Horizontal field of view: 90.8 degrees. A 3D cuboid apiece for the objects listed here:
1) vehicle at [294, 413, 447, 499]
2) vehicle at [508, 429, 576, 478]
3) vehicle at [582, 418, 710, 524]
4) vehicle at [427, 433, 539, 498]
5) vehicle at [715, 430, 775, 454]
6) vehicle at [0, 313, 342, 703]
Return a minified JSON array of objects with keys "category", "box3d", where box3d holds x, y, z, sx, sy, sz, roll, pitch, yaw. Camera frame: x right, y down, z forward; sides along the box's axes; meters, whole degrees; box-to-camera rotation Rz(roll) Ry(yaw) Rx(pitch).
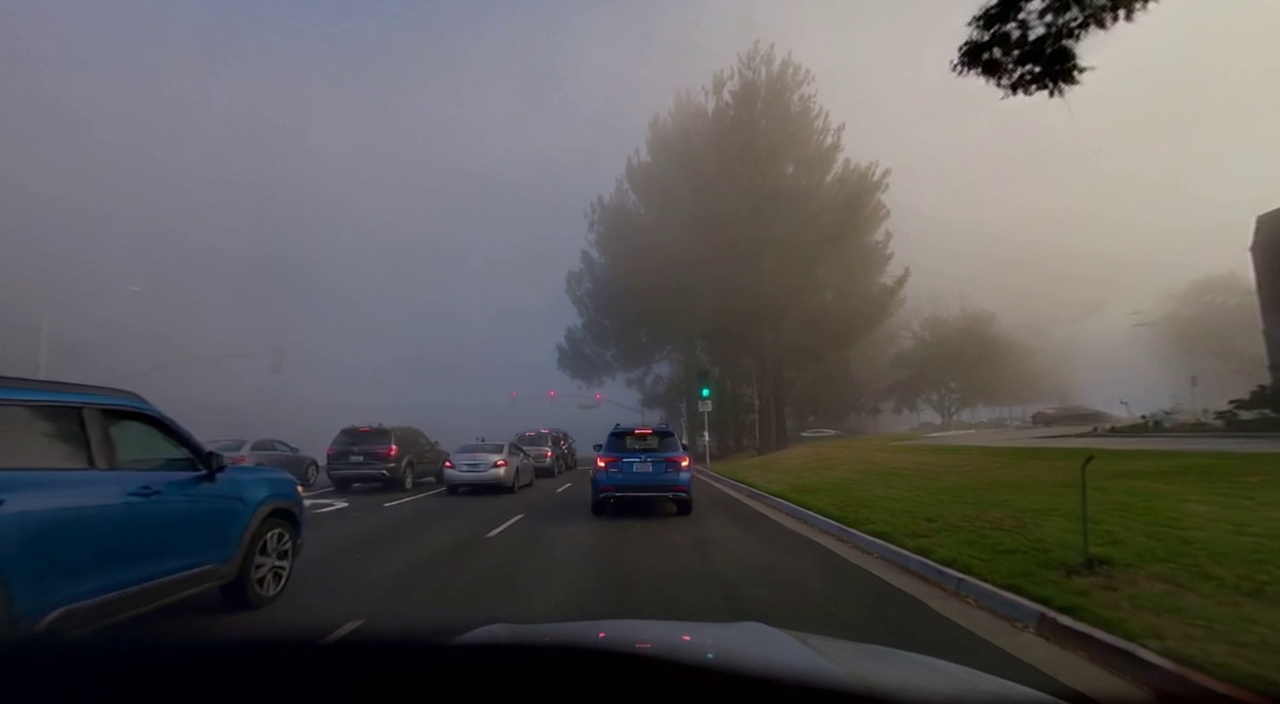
[{"category":"vehicle","box3d":[-7.401,2.946,18.145,2.195,2.093,5.185,0,-9,-1]},{"category":"vehicle","box3d":[-3.917,4.143,25.956,2.043,1.813,4.549,0,-9,0]},{"category":"vehicle","box3d":[0.090,2.229,12.338,2.055,1.681,4.270,0,-9,0]},{"category":"vehicle","box3d":[-4.068,3.017,17.180,1.942,1.523,4.212,0,-9,0]},{"category":"vehicle","box3d":[7.683,6.609,46.283,4.198,1.751,1.935,-2,-9,11]},{"category":"vehicle","box3d":[-4.069,0.937,3.847,2.088,1.947,5.119,0,-9,-1]}]
